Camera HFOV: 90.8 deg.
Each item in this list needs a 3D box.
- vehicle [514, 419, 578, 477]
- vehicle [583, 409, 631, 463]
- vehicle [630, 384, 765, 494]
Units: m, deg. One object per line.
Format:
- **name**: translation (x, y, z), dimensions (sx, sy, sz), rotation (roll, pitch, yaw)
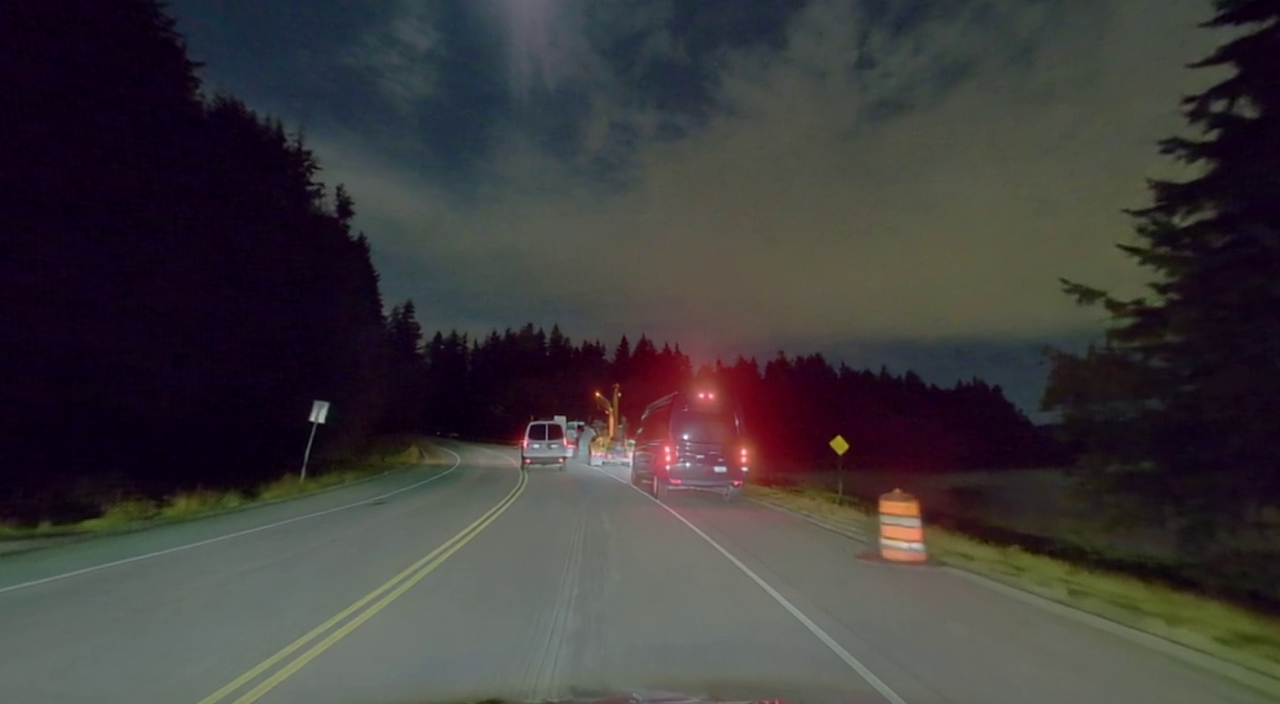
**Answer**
- **vehicle**: translation (-4.139, 4.100, 27.053), dimensions (2.362, 2.223, 4.892), rotation (2, -9, -12)
- **vehicle**: translation (-2.074, 5.147, 38.341), dimensions (2.703, 3.066, 4.047), rotation (1, -8, -6)
- **vehicle**: translation (1.698, 3.183, 23.520), dimensions (3.126, 3.310, 8.534), rotation (1, -8, -8)
